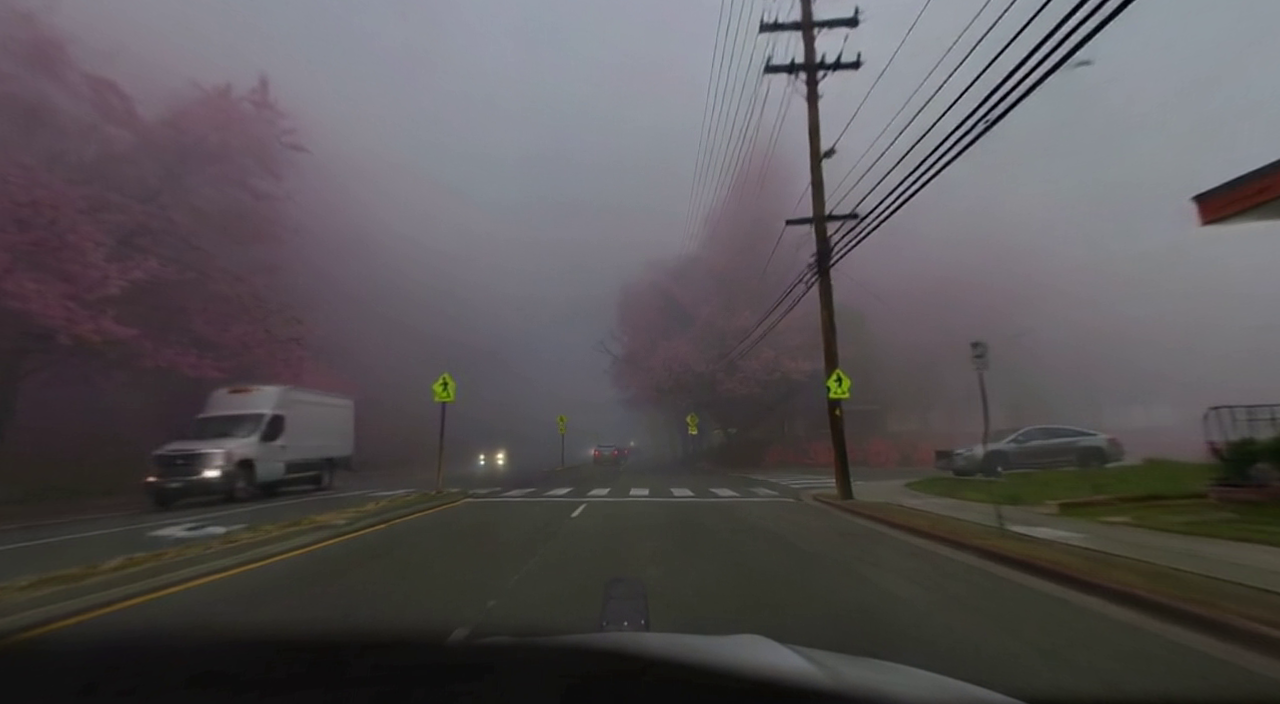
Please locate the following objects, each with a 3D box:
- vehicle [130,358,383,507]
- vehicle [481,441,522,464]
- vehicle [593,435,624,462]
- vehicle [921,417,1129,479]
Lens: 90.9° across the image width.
[{"bbox_3d":[-10.922,2.491,19.242,2.836,3.663,7.511,0,-8,0],"label":"vehicle"},{"bbox_3d":[-10.545,7.693,48.409,1.993,1.661,4.756,0,-8,1],"label":"vehicle"},{"bbox_3d":[-2.437,7.635,49.958,2.202,1.961,4.980,0,-8,0],"label":"vehicle"},{"bbox_3d":[12.351,3.104,20.385,5.666,1.815,2.137,2,-8,-11],"label":"vehicle"}]
